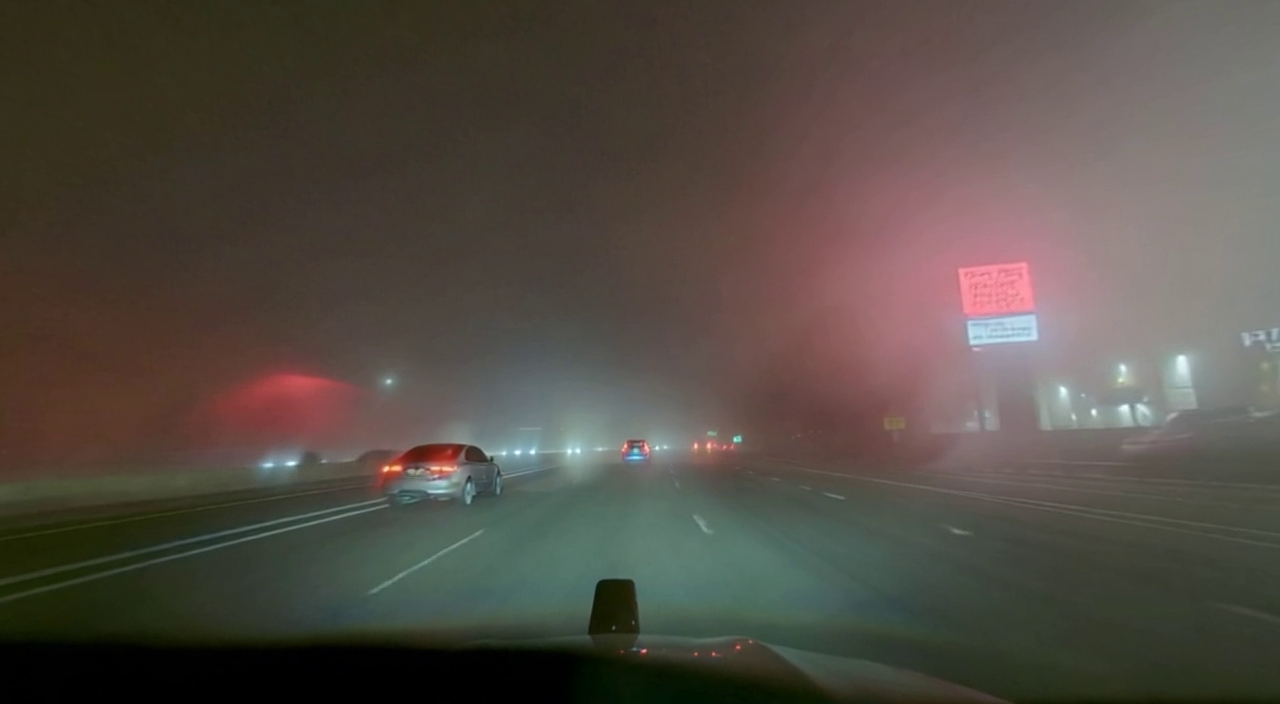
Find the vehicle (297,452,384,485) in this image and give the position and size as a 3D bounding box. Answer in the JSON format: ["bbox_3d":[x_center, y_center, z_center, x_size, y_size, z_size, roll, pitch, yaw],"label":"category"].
[{"bbox_3d":[-14.381,5.596,30.613,1.879,1.407,4.491,-1,-9,2],"label":"vehicle"}]

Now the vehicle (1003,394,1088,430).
[{"bbox_3d":[20.343,3.066,31.682,4.097,1.641,2.017,5,-10,-34],"label":"vehicle"}]

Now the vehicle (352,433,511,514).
[{"bbox_3d":[-4.337,2.596,14.028,1.907,1.483,4.562,-1,-8,1],"label":"vehicle"}]

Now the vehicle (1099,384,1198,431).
[{"bbox_3d":[21.123,2.364,26.213,4.392,1.717,2.017,6,-11,-37],"label":"vehicle"}]

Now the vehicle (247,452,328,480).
[{"bbox_3d":[-21.100,6.801,38.035,1.963,1.502,4.795,-1,-9,2],"label":"vehicle"}]

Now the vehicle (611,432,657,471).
[{"bbox_3d":[-0.225,5.216,33.281,2.155,1.856,4.796,-1,-9,3],"label":"vehicle"}]

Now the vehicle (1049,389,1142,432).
[{"bbox_3d":[21.215,2.786,29.391,4.166,1.829,2.026,5,-9,-33],"label":"vehicle"}]

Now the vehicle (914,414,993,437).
[{"bbox_3d":[21.804,5.175,44.055,4.487,1.477,1.804,-1,-9,7],"label":"vehicle"}]

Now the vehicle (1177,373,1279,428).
[{"bbox_3d":[21.096,1.821,22.473,4.234,1.657,2.021,6,-11,-38],"label":"vehicle"}]
